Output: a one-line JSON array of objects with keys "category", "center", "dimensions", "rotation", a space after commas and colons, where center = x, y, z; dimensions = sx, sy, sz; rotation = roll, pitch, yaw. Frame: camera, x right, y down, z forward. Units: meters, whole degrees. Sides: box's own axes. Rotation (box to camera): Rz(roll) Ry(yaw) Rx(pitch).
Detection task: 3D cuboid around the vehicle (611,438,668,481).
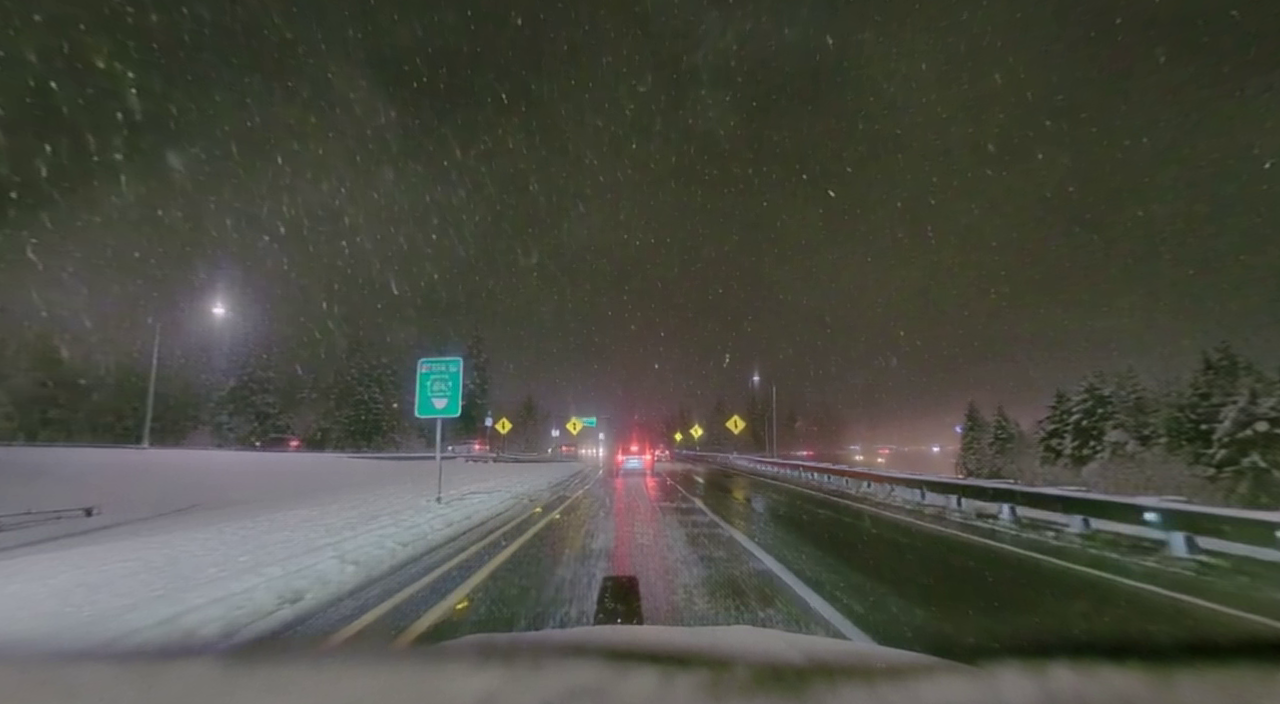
[{"category": "vehicle", "center": [-0.032, 4.119, 24.211], "dimensions": [2.006, 1.486, 3.950], "rotation": [0, -9, -1]}]
